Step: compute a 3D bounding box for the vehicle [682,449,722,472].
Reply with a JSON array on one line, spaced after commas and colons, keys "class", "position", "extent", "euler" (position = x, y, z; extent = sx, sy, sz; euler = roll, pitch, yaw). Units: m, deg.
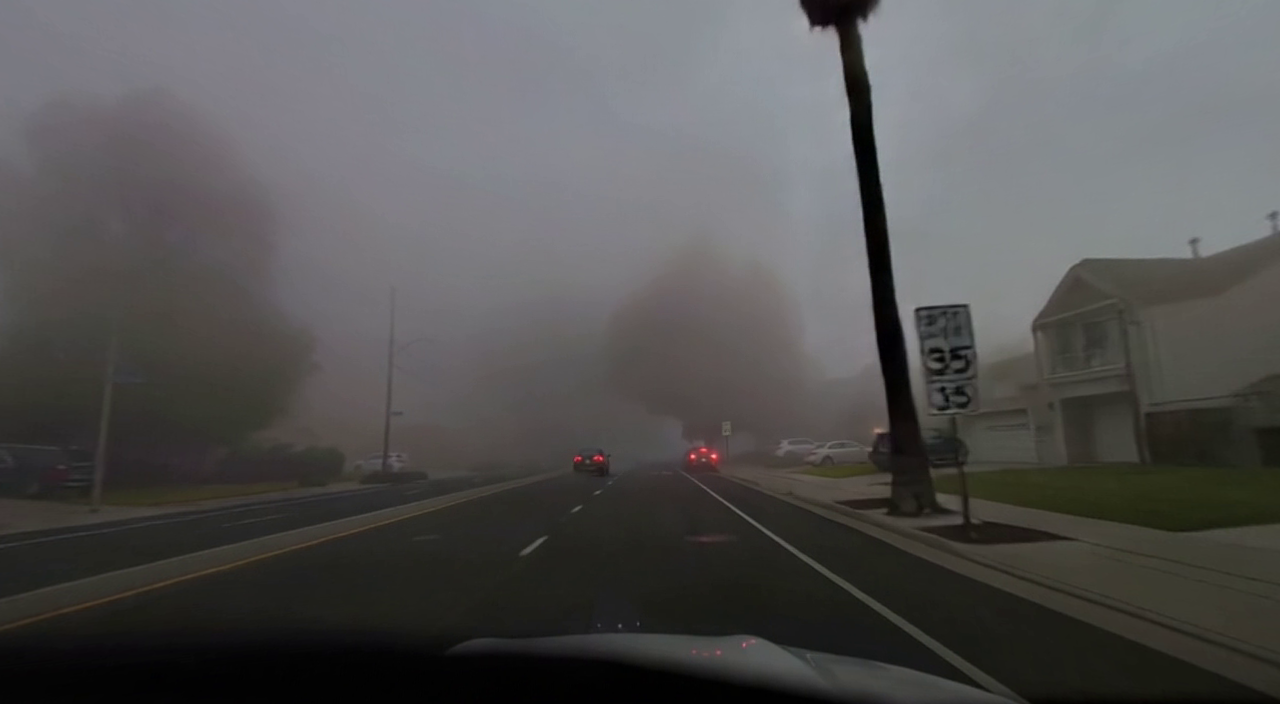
[{"class": "vehicle", "position": [4.127, 7.295, 42.610], "extent": [2.025, 1.456, 4.865], "euler": [1, -9, -2]}]

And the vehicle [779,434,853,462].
[{"class": "vehicle", "position": [12.436, 6.865, 45.023], "extent": [4.710, 1.731, 1.972], "euler": [-4, -10, 7]}]

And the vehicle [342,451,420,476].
[{"class": "vehicle", "position": [-19.493, 8.408, 47.696], "extent": [4.992, 1.779, 1.928], "euler": [0, -9, 3]}]

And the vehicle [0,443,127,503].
[{"class": "vehicle", "position": [-21.073, 4.084, 21.593], "extent": [4.942, 1.932, 2.247], "euler": [1, -9, -4]}]

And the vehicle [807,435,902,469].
[{"class": "vehicle", "position": [11.714, 5.475, 34.712], "extent": [4.454, 1.499, 1.821], "euler": [-3, -9, -3]}]

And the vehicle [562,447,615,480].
[{"class": "vehicle", "position": [-2.377, 5.271, 30.153], "extent": [2.035, 1.474, 4.284], "euler": [0, -9, 2]}]

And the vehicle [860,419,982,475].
[{"class": "vehicle", "position": [11.343, 3.811, 25.488], "extent": [4.531, 1.864, 2.037], "euler": [0, -10, -31]}]
